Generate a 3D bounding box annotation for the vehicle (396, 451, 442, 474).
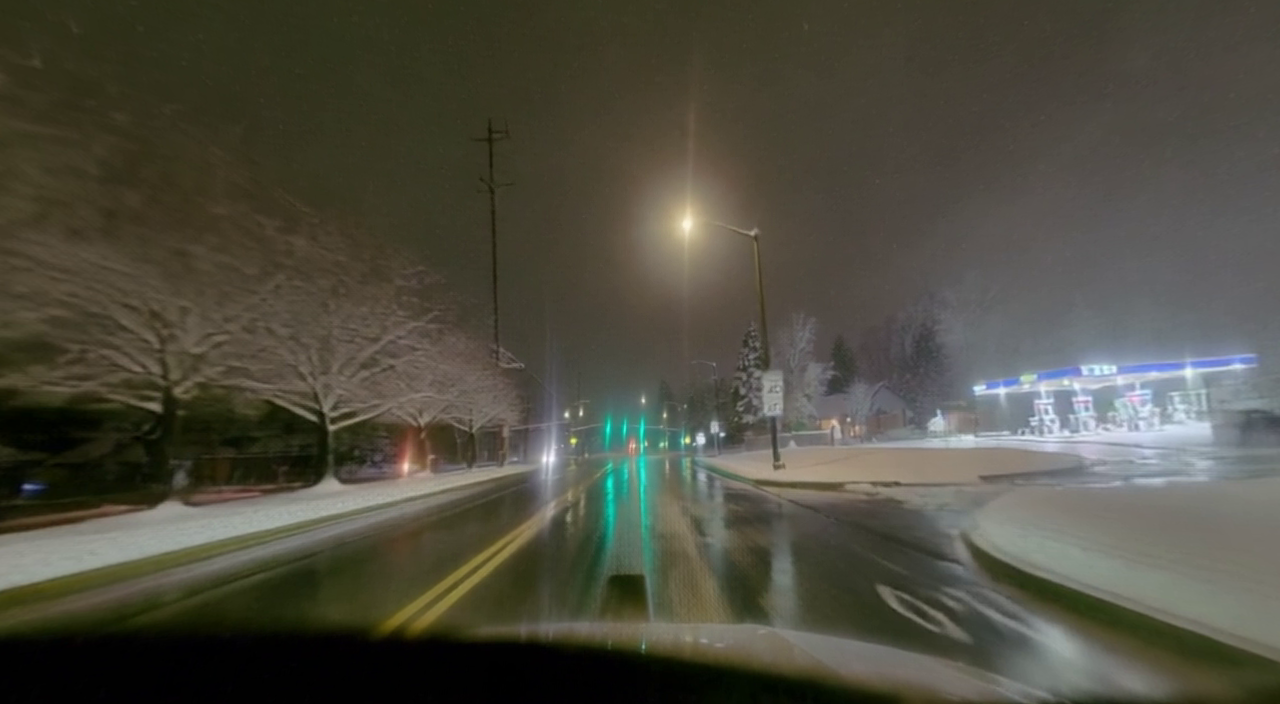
[{"bbox_3d":[-16.990,8.513,48.628,1.841,1.642,4.448,0,-8,1],"label":"vehicle"}]
